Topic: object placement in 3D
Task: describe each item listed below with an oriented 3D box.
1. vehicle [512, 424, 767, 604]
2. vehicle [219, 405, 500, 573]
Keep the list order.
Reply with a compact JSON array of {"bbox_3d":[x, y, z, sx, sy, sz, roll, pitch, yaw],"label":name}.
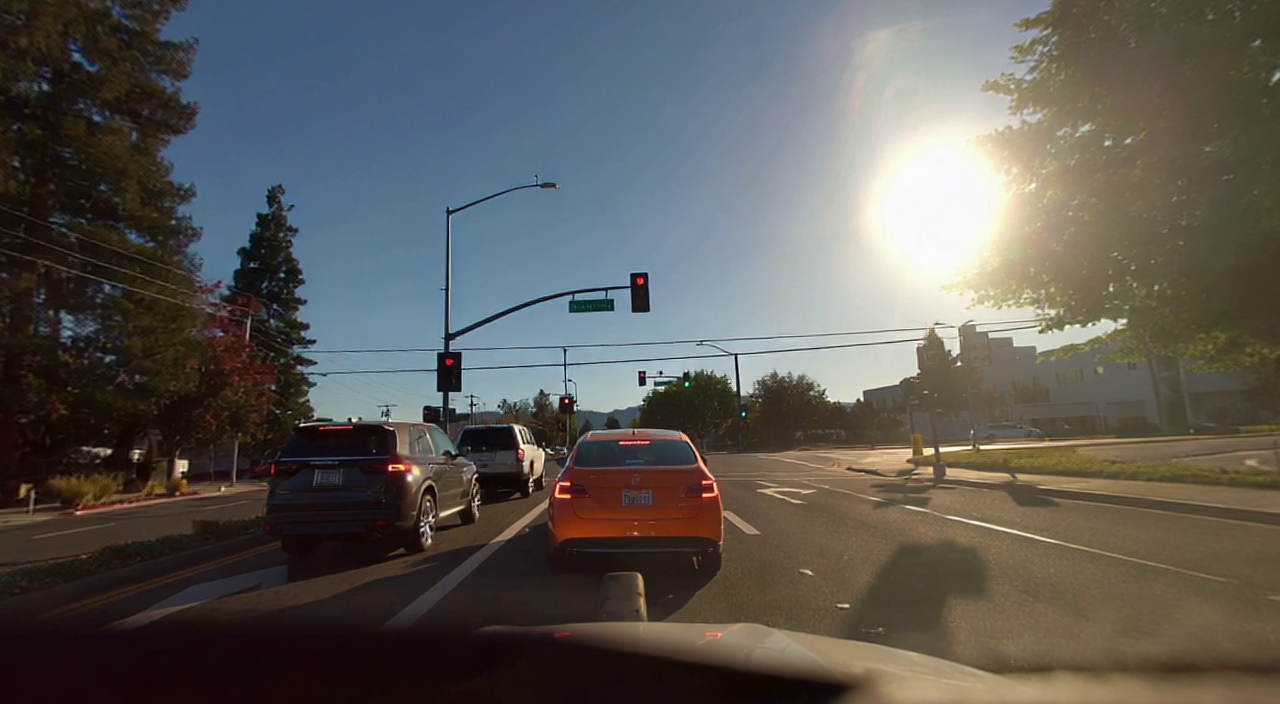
[{"bbox_3d":[-0.063,1.644,7.323,2.126,1.475,3.967,0,-8,-2],"label":"vehicle"},{"bbox_3d":[-3.435,1.760,8.859,2.046,1.751,4.208,0,-8,-1],"label":"vehicle"}]
